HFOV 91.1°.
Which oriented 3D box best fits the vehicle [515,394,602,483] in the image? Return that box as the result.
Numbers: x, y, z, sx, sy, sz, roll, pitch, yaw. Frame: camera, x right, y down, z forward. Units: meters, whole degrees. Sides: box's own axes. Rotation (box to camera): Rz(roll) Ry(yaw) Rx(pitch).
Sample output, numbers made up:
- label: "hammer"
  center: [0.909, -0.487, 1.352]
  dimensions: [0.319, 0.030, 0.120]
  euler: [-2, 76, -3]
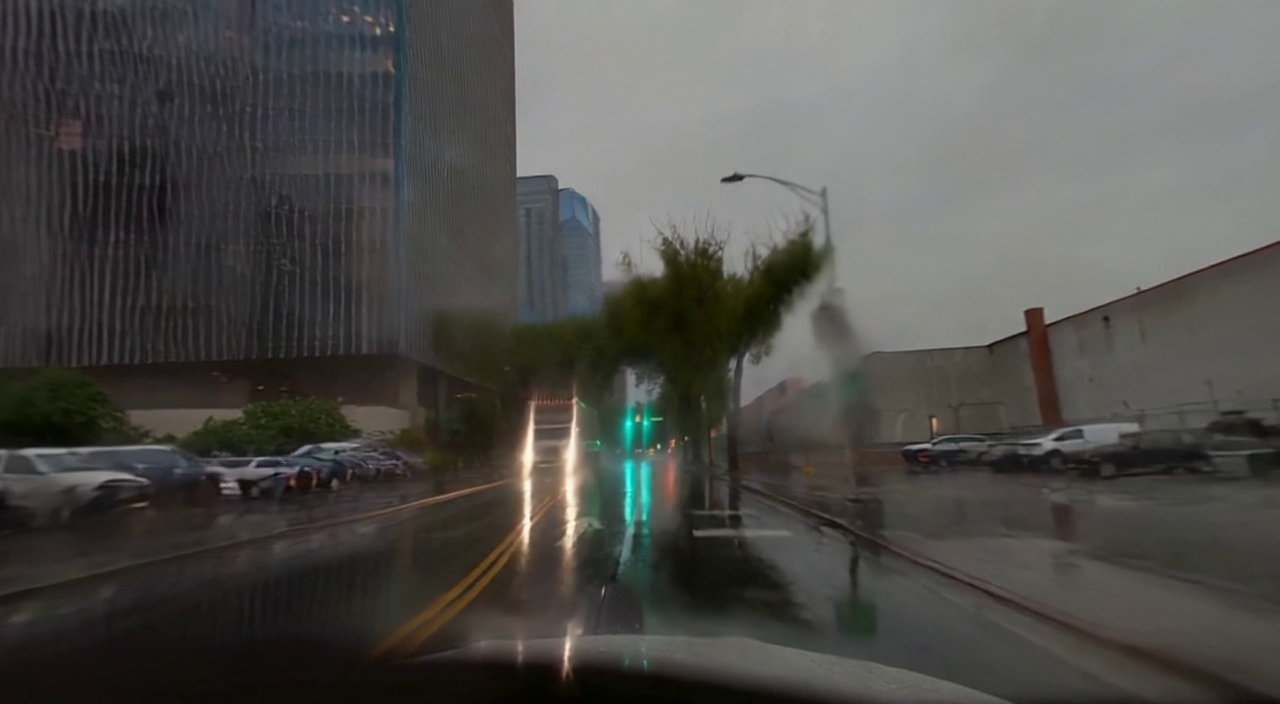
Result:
- label: "vehicle"
  center: [-4.507, 5.484, 38.985]
  dimensions: [3.160, 4.343, 15.392]
  euler: [-1, -9, 1]

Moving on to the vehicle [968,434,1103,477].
- label: "vehicle"
  center: [15.660, 4.132, 25.062]
  dimensions: [4.061, 1.590, 1.862]
  euler: [-1, -9, 0]
